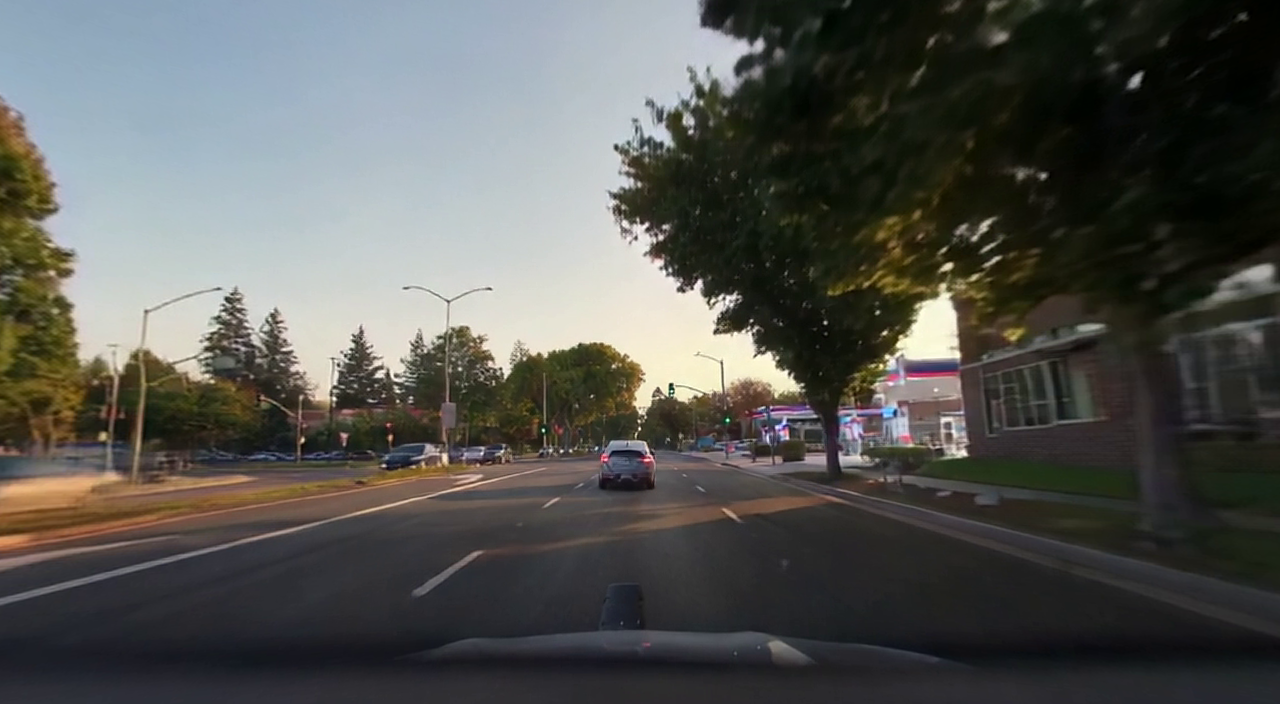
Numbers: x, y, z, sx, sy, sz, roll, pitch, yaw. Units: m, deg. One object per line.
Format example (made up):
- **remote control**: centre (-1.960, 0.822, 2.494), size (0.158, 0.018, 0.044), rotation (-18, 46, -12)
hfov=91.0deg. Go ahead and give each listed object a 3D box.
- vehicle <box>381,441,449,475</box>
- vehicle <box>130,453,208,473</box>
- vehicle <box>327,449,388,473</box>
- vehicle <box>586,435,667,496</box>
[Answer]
- **vehicle**: centre (-12.067, 5.708, 34.074), size (1.999, 1.695, 4.334), rotation (0, -8, 1)
- **vehicle**: centre (-36.927, 8.715, 49.420), size (4.377, 1.521, 1.965), rotation (2, -8, -8)
- **vehicle**: centre (-19.621, 7.563, 43.982), size (1.961, 1.504, 4.682), rotation (0, -8, 1)
- **vehicle**: centre (-0.364, 3.197, 18.210), size (2.062, 1.519, 4.214), rotation (1, -8, 0)
